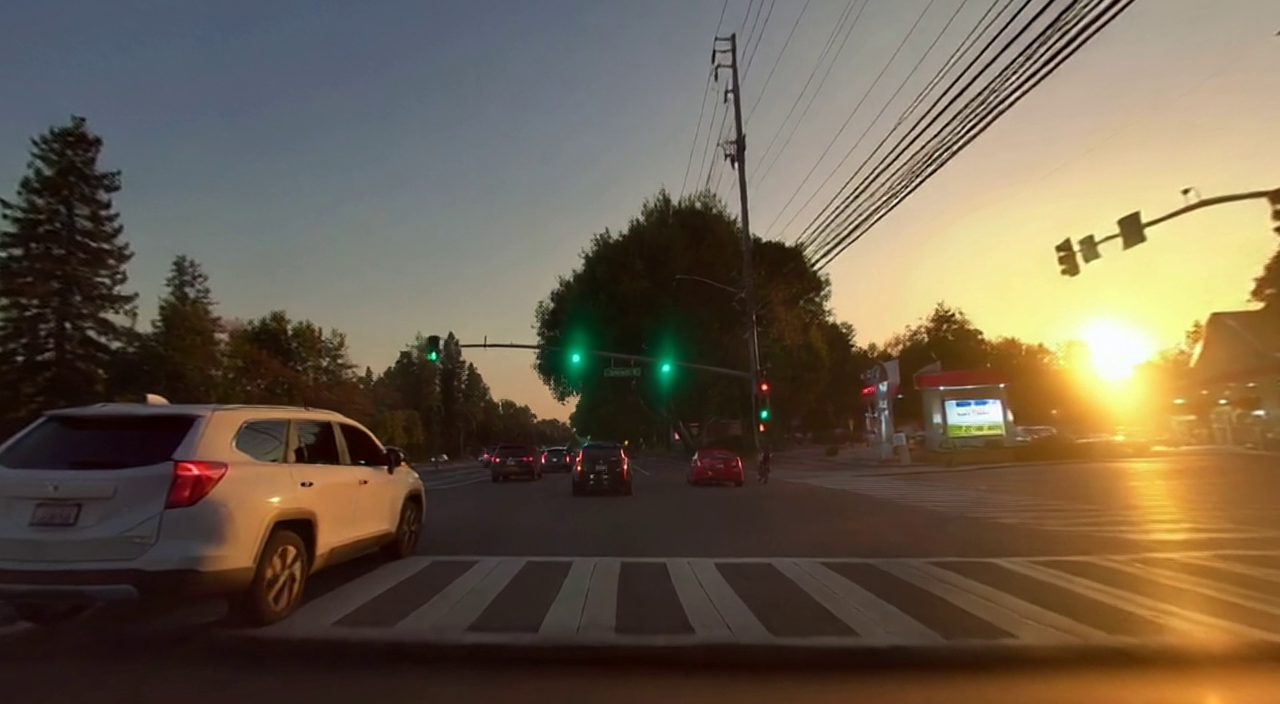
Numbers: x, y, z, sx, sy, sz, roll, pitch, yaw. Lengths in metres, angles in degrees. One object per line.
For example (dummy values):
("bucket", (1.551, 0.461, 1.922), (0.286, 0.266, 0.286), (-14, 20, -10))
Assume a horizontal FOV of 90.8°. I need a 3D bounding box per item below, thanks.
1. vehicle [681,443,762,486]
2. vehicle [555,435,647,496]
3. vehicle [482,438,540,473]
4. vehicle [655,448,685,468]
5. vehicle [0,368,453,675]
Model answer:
("vehicle", (2.658, 3.785, 21.605), (2.065, 1.302, 4.416), (0, -8, -2))
("vehicle", (-0.987, 3.026, 17.246), (2.189, 1.437, 4.135), (0, -8, -2))
("vehicle", (-7.511, 6.086, 37.347), (2.385, 1.918, 5.056), (0, -8, 0))
("vehicle", (2.310, 8.334, 49.868), (2.069, 1.464, 4.599), (0, -8, -1))
("vehicle", (-3.324, 1.239, 5.738), (1.922, 1.642, 4.547), (0, -8, -1))
